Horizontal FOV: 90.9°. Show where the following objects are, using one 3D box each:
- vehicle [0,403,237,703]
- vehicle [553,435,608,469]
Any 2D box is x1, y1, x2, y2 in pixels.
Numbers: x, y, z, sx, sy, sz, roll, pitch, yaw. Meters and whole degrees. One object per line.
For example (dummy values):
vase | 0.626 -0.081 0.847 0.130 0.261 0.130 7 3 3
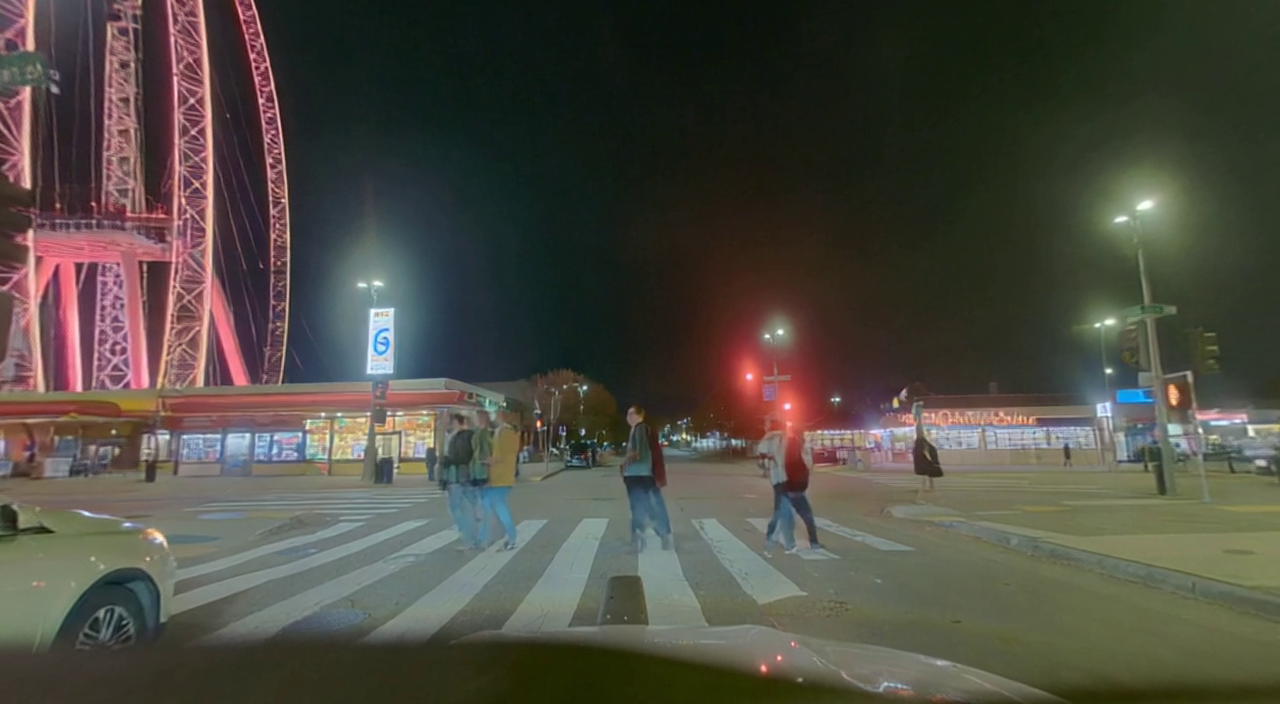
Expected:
vehicle | -3.371 0.787 1.186 1.940 1.505 4.676 -1 -9 3
vehicle | -3.885 6.355 40.268 2.549 2.000 5.699 2 -9 -15
